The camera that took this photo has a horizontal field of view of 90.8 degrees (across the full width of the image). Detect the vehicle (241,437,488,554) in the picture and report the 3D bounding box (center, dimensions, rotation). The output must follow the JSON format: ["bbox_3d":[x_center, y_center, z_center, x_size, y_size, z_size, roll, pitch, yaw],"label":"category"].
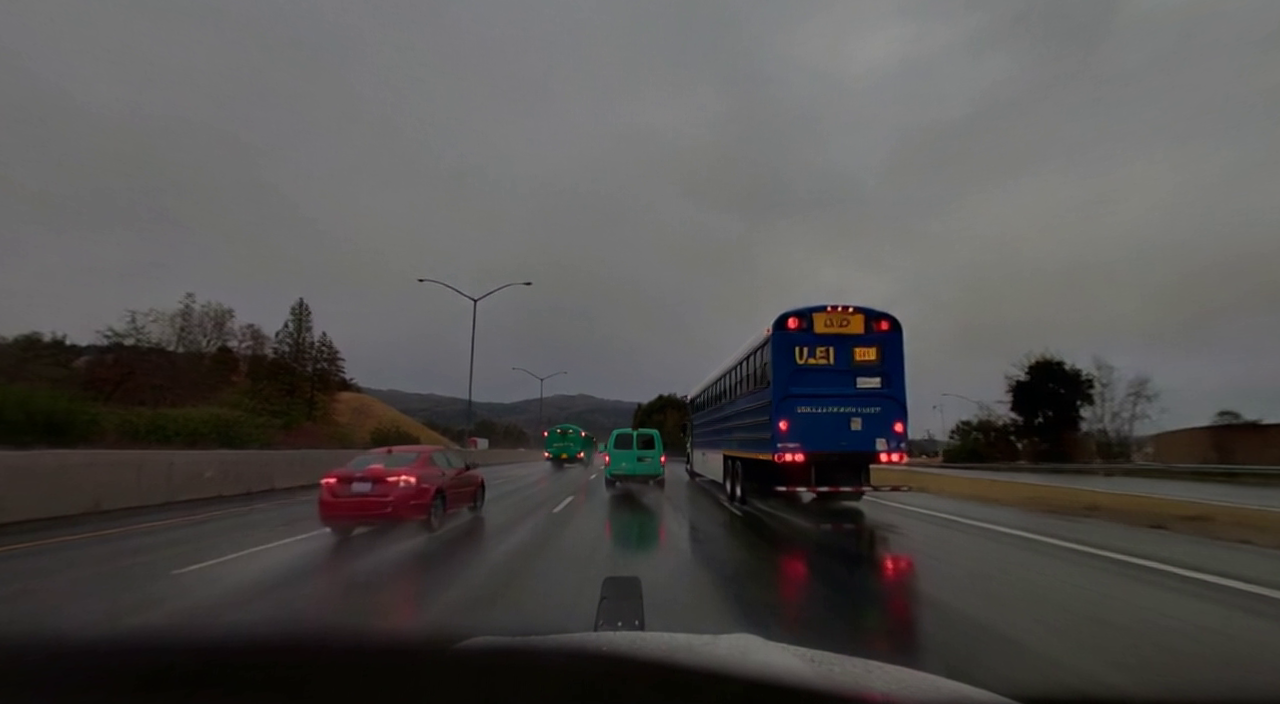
[{"bbox_3d":[-3.995,2.139,10.129,2.039,1.453,4.197,0,-9,0],"label":"vehicle"}]

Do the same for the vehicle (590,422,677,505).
[{"bbox_3d":[-0.224,2.948,17.083,2.037,1.929,4.343,0,-9,-2],"label":"vehicle"}]

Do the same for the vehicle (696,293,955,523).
[{"bbox_3d":[3.862,1.930,17.867,3.006,4.101,13.245,0,-9,-1],"label":"vehicle"}]

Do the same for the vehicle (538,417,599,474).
[{"bbox_3d":[-4.072,5.602,37.731,2.947,3.009,7.991,0,-9,-1],"label":"vehicle"}]
